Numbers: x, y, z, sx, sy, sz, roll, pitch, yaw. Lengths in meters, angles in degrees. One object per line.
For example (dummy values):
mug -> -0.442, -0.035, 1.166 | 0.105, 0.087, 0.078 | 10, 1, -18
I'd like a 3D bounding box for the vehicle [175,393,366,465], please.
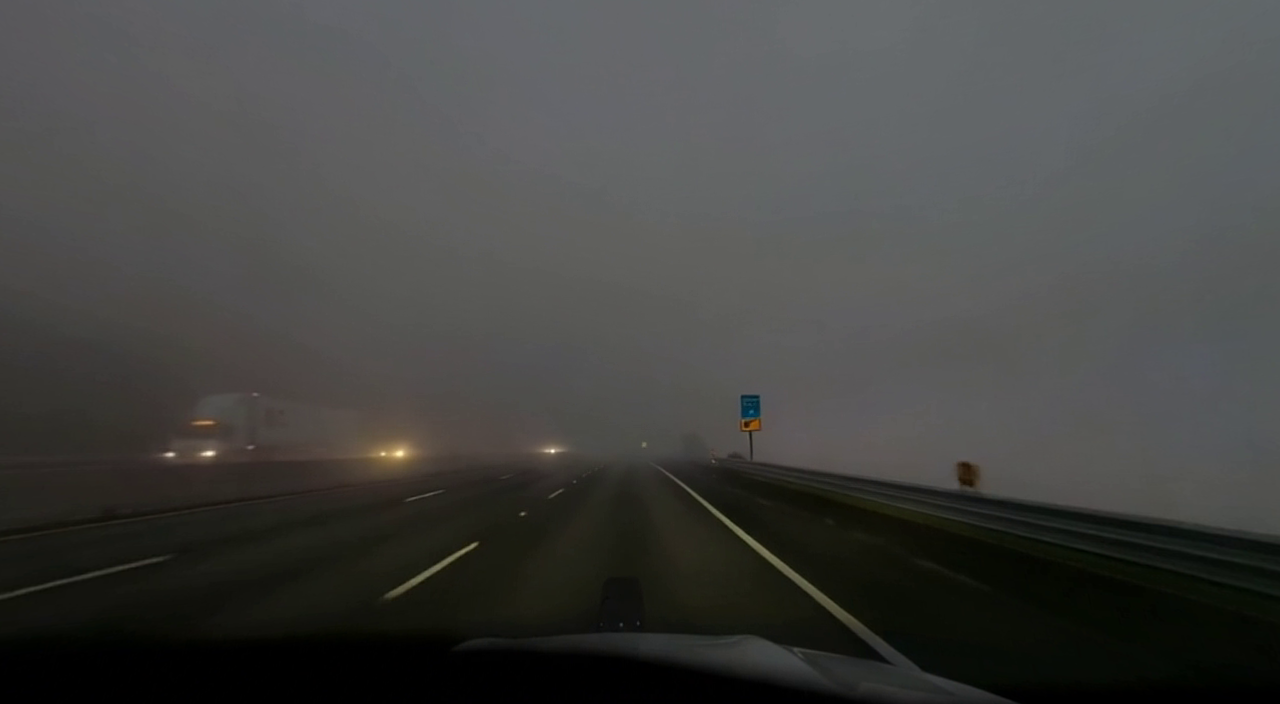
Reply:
vehicle -> -24.562, 5.699, 44.417 | 2.765, 3.968, 18.709 | 0, -9, -2
